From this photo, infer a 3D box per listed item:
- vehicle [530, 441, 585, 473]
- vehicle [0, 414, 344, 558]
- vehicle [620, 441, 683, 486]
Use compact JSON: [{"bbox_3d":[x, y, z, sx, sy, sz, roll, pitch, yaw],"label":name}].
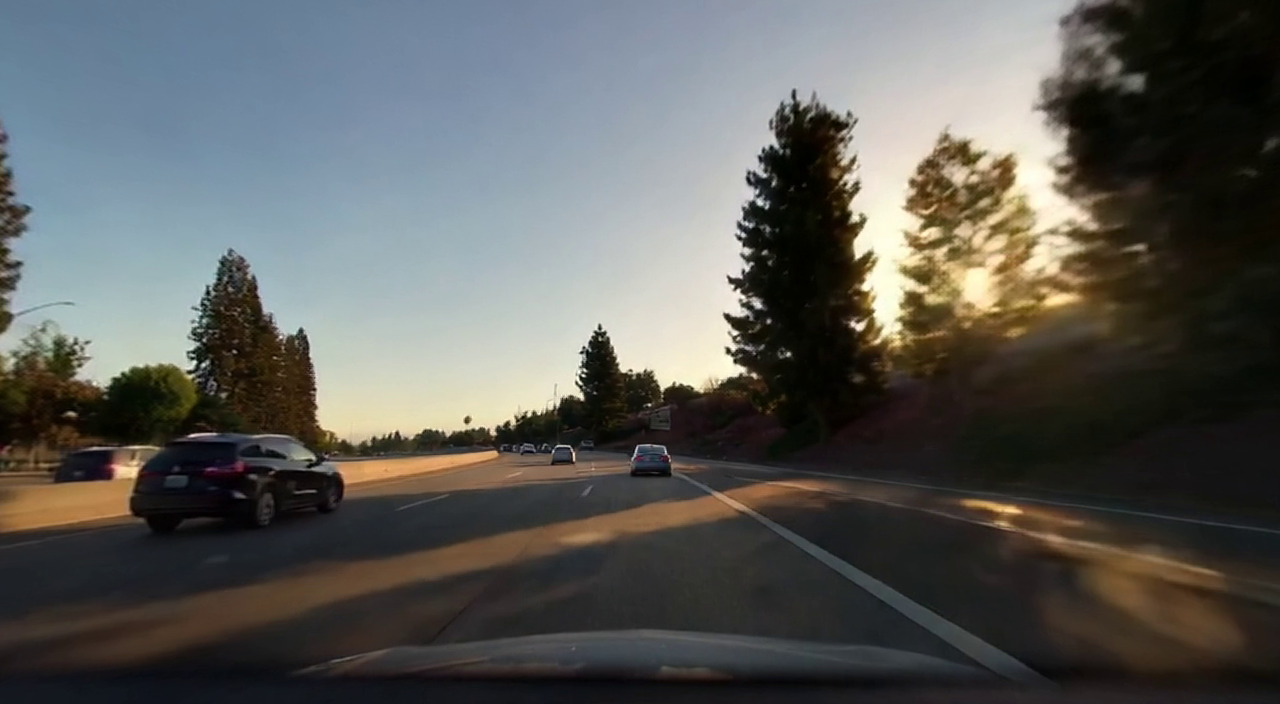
[{"bbox_3d":[-4.109,5.329,32.247,2.246,1.519,4.980,0,-9,-2],"label":"vehicle"},{"bbox_3d":[-6.888,1.951,9.888,2.221,1.693,4.631,0,-9,0],"label":"vehicle"},{"bbox_3d":[0.312,3.916,22.492,2.051,1.444,3.927,0,-9,-1],"label":"vehicle"}]
